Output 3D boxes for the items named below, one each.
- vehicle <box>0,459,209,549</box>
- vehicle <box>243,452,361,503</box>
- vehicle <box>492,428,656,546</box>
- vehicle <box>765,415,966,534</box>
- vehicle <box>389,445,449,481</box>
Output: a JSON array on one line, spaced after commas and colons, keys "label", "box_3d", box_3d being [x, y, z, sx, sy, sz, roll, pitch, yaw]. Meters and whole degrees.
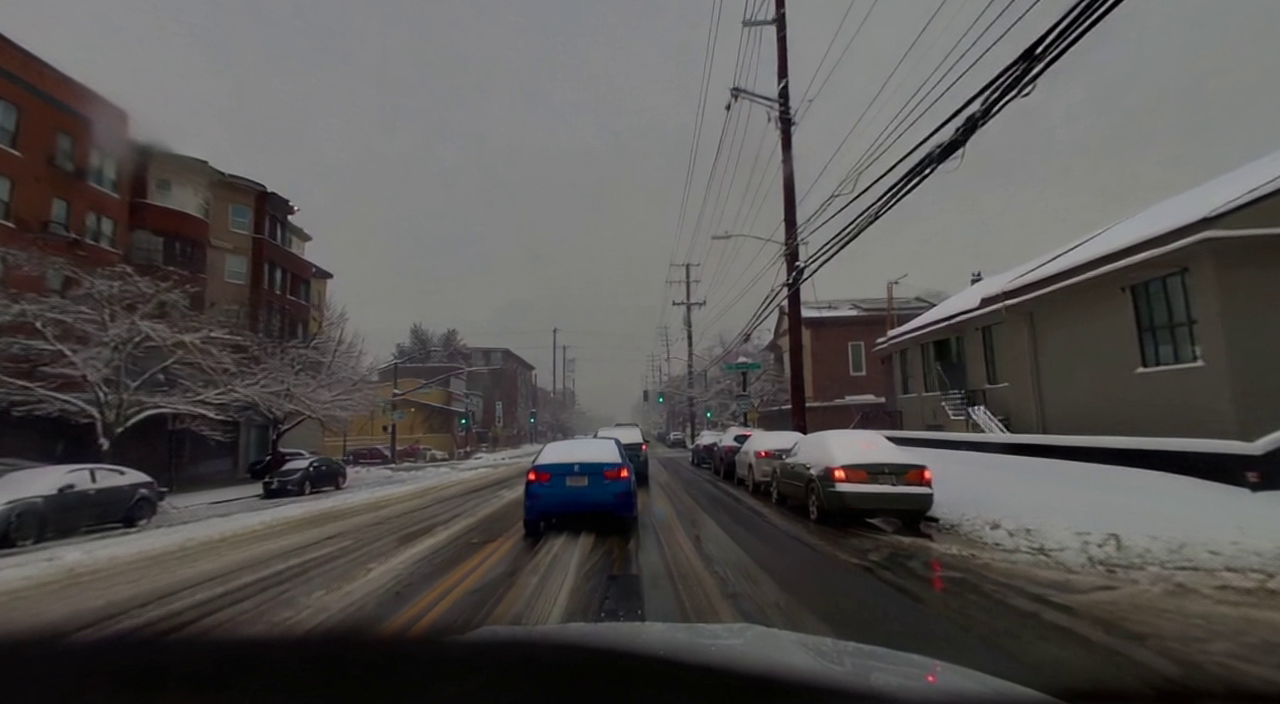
[{"label": "vehicle", "box_3d": [-11.965, 3.181, 13.821, 1.850, 1.487, 4.711, -3, -8, -1]}, {"label": "vehicle", "box_3d": [-12.018, 4.441, 22.834, 1.868, 1.491, 4.367, -4, -9, 0]}, {"label": "vehicle", "box_3d": [-0.835, 2.019, 10.178, 2.019, 1.453, 4.603, 0, -8, -1]}, {"label": "vehicle", "box_3d": [3.735, 2.113, 11.474, 1.967, 1.721, 4.410, 0, -8, -1]}, {"label": "vehicle", "box_3d": [-12.068, 6.036, 34.747, 2.011, 1.687, 4.079, -4, -8, -2]}]
